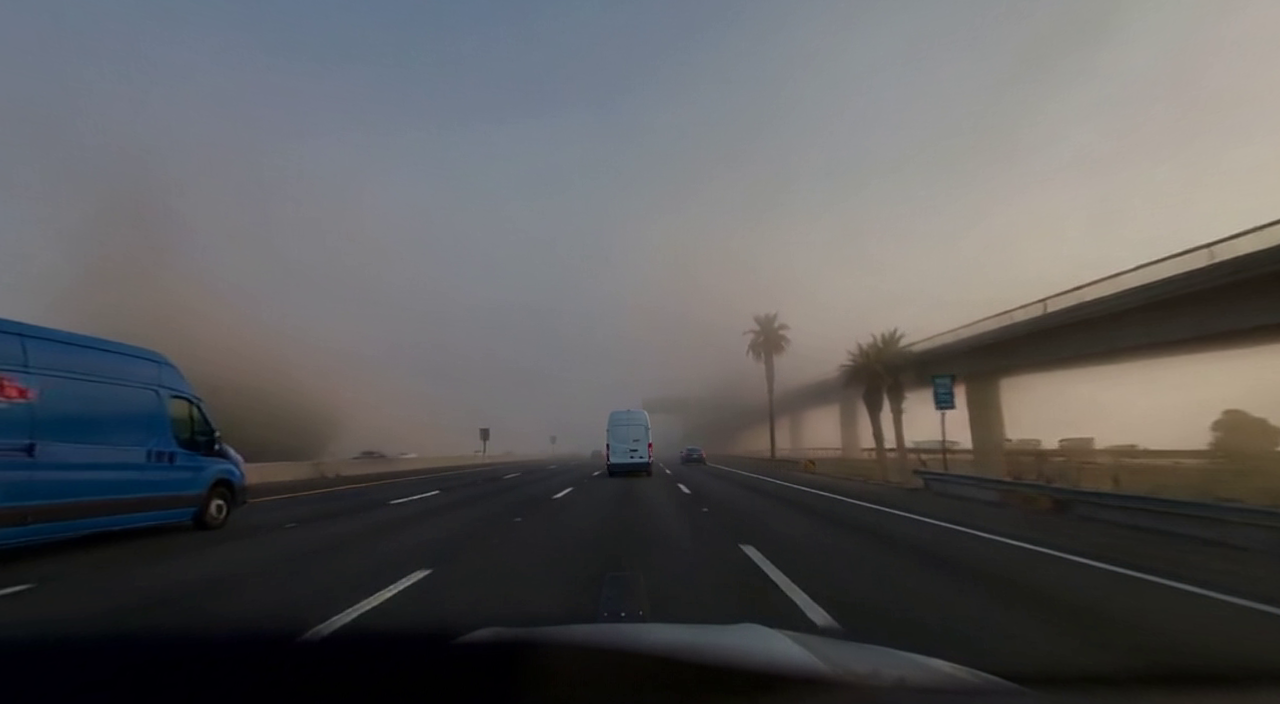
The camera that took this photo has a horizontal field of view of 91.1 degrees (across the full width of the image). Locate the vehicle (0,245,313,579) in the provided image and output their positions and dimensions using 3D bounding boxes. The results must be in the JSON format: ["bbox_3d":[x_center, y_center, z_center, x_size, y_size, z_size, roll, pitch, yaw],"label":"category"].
[{"bbox_3d":[-7.656,0.989,8.282,2.965,3.178,7.188,-2,-9,-1],"label":"vehicle"}]

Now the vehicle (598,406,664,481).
[{"bbox_3d":[-0.235,3.868,26.498,2.476,2.776,5.598,0,-9,2],"label":"vehicle"}]

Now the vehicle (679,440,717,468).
[{"bbox_3d":[3.548,6.306,39.074,1.987,1.648,3.984,0,-9,-1],"label":"vehicle"}]
